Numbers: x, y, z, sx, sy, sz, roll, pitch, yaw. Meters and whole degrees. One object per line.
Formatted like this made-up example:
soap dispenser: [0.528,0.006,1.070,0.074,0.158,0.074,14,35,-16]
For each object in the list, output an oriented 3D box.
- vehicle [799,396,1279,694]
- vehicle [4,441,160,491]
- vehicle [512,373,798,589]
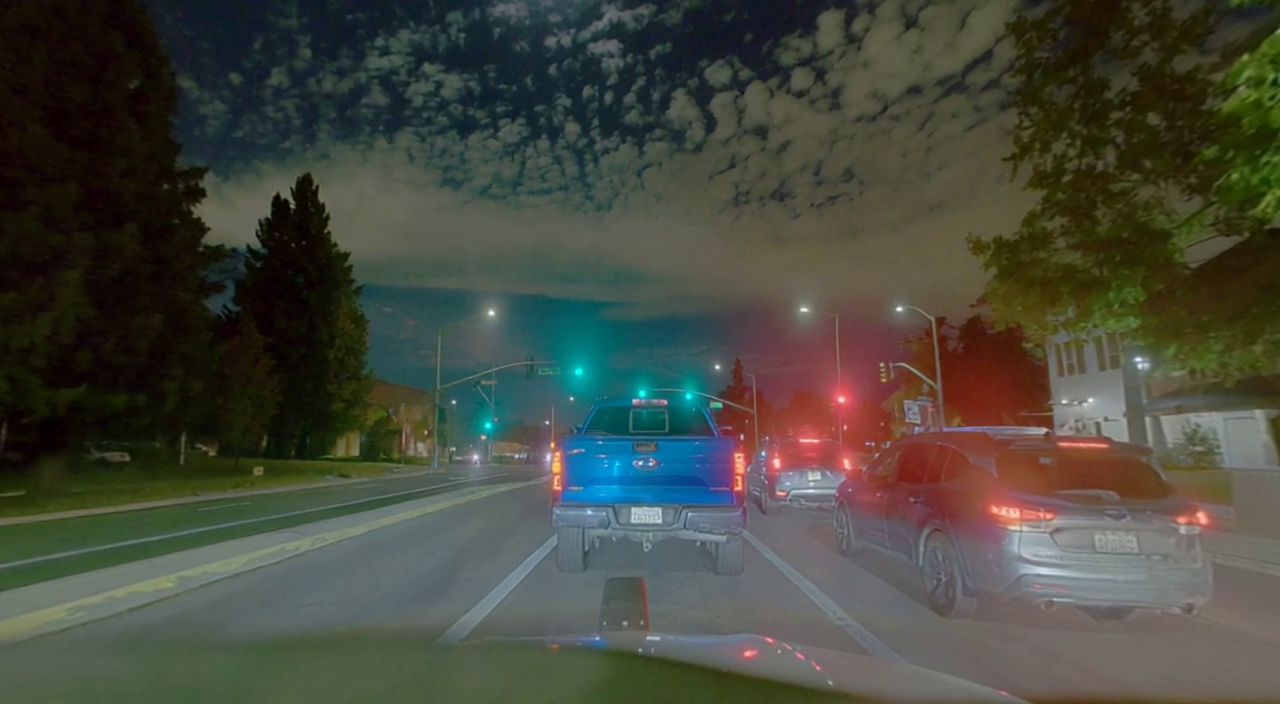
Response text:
vehicle: [3.325,1.469,6.203,2.155,1.667,5.162,0,-8,0]
vehicle: [-21.747,4.426,24.883,2.062,1.764,4.508,0,-8,-2]
vehicle: [0.148,1.592,8.649,2.636,2.011,5.425,0,-8,0]
